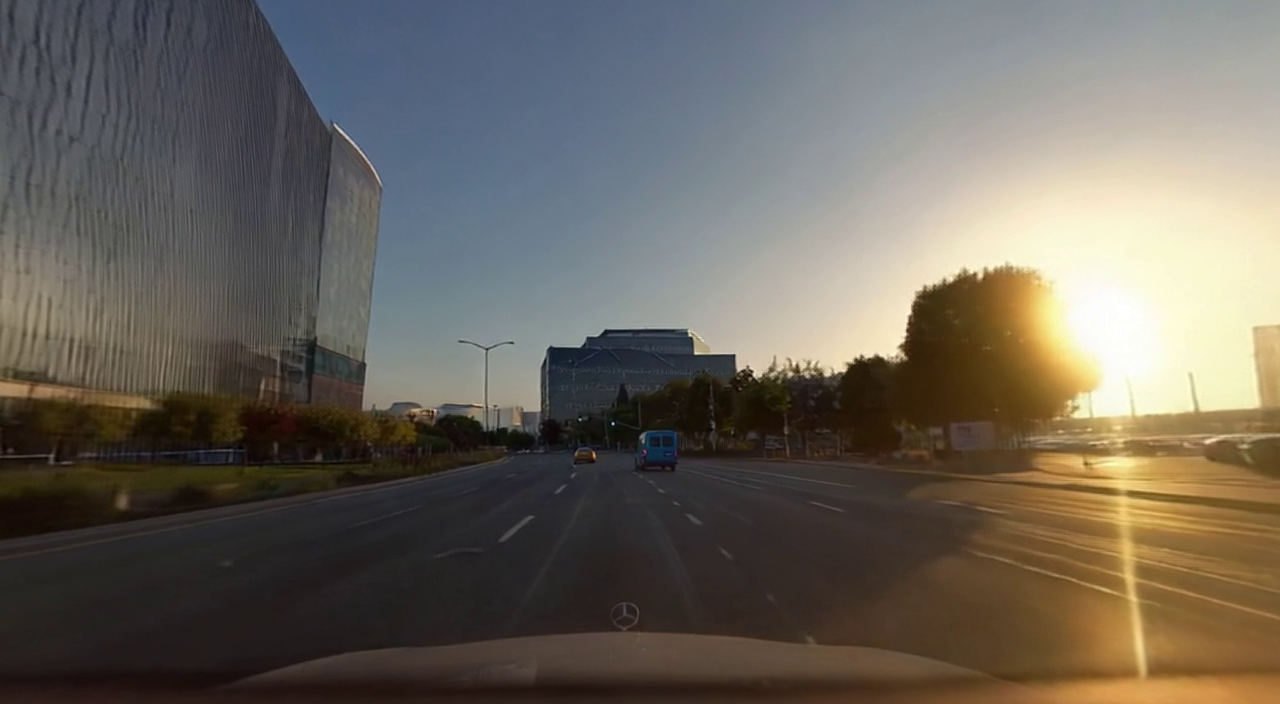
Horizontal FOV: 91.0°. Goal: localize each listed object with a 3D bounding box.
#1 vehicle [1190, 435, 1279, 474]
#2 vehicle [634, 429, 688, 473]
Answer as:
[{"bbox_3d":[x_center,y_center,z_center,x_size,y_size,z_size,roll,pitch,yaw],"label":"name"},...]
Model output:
[{"bbox_3d":[25.028,4.130,25.592,3.554,1.382,1.723,-3,-8,1],"label":"vehicle"},{"bbox_3d":[1.085,5.559,35.524,2.339,2.244,4.817,0,-8,-7],"label":"vehicle"}]
